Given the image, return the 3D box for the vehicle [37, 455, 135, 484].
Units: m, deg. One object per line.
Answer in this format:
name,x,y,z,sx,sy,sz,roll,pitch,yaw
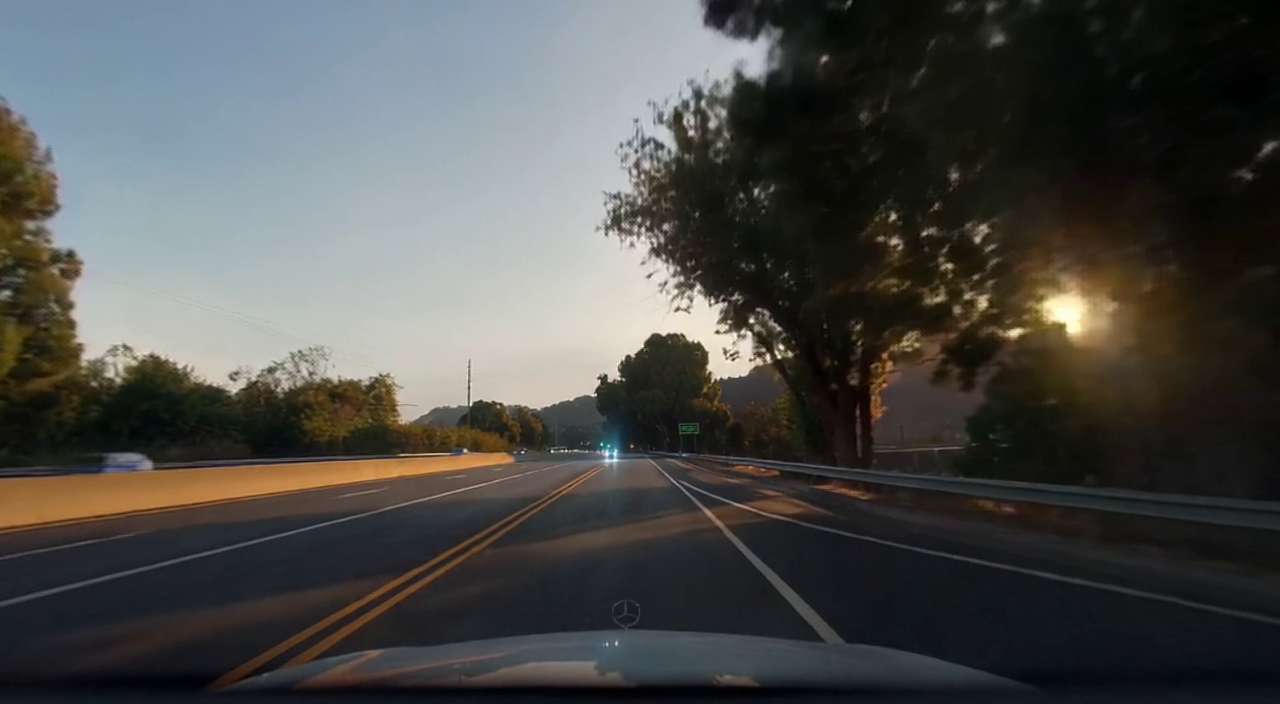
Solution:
vehicle,-29.555,6.244,33.821,1.729,1.394,3.877,0,-8,0
